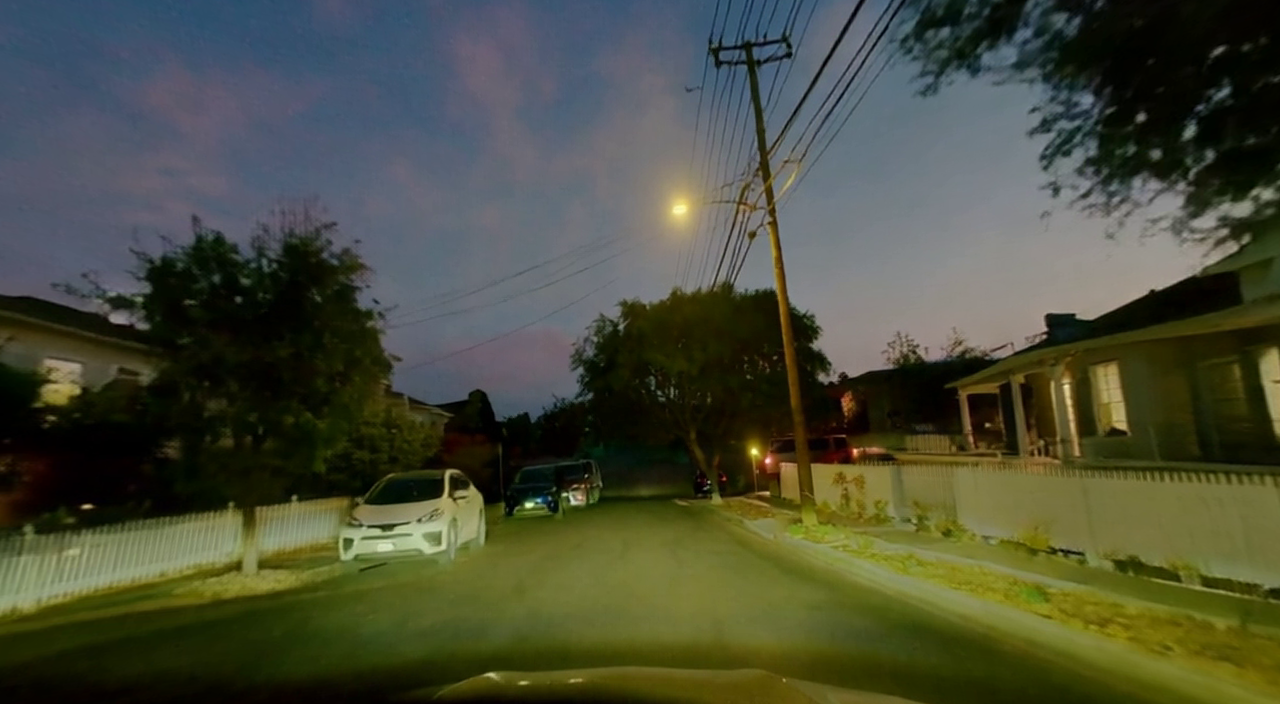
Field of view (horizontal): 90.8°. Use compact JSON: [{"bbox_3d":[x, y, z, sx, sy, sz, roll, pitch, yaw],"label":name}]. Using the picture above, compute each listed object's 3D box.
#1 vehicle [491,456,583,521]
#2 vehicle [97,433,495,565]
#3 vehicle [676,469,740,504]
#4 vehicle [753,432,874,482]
[{"bbox_3d":[-2.817,3.865,18.418,2.081,1.589,4.691,0,-9,-2],"label":"vehicle"},{"bbox_3d":[-4.805,2.240,9.644,4.537,1.595,2.471,2,-14,-1],"label":"vehicle"},{"bbox_3d":[3.517,6.858,32.413,3.005,1.535,4.025,-1,-9,7],"label":"vehicle"},{"bbox_3d":[6.878,4.181,25.353,4.249,1.905,1.904,1,-8,-2],"label":"vehicle"}]
